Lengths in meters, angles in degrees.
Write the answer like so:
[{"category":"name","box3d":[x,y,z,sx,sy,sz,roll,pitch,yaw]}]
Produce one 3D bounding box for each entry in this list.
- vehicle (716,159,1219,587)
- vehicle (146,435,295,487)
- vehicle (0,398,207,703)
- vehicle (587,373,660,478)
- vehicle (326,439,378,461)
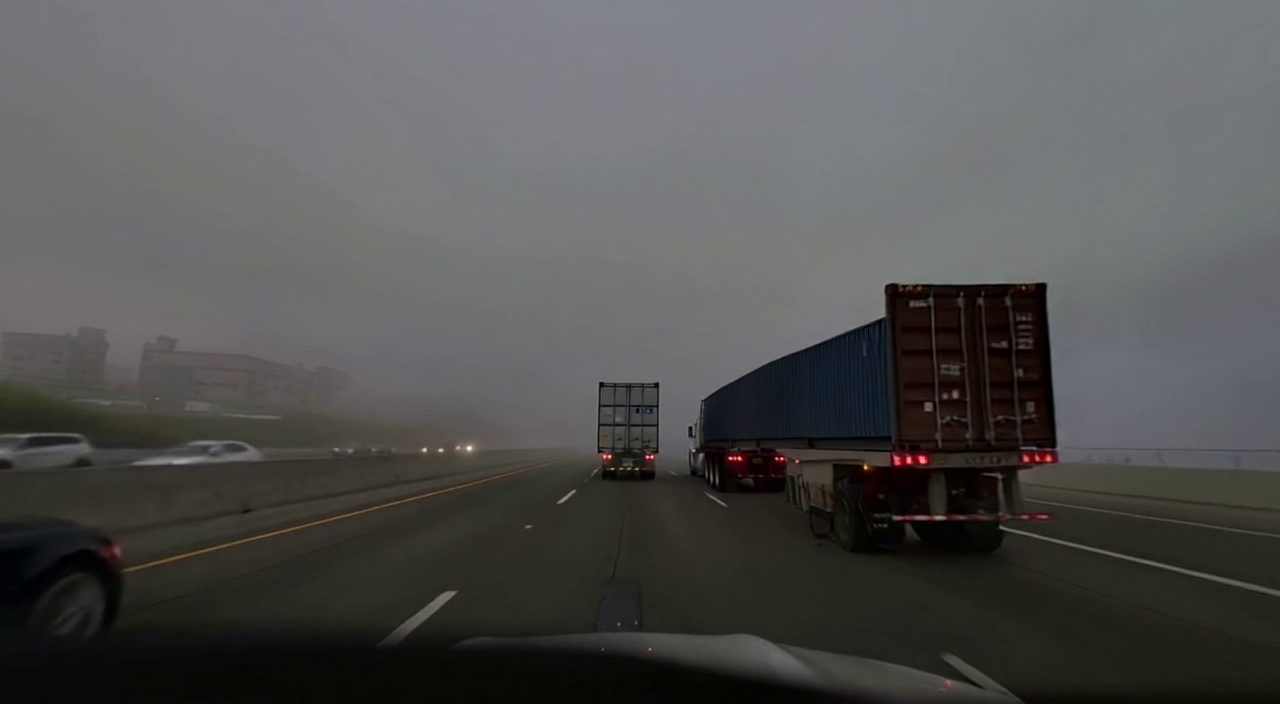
[{"category":"vehicle","box3d":[3.759,1.036,12.307,2.803,4.072,12.744,0,-9,-1]},{"category":"vehicle","box3d":[-13.083,3.411,20.133,1.814,1.449,4.409,0,-9,-2]},{"category":"vehicle","box3d":[-3.777,0.796,1.708,1.994,1.471,4.591,0,-9,-1]},{"category":"vehicle","box3d":[-0.524,3.778,30.985,2.841,4.071,12.046,-1,-9,1]},{"category":"vehicle","box3d":[-21.901,7.480,48.341,2.037,1.630,4.440,0,-9,-2]}]
